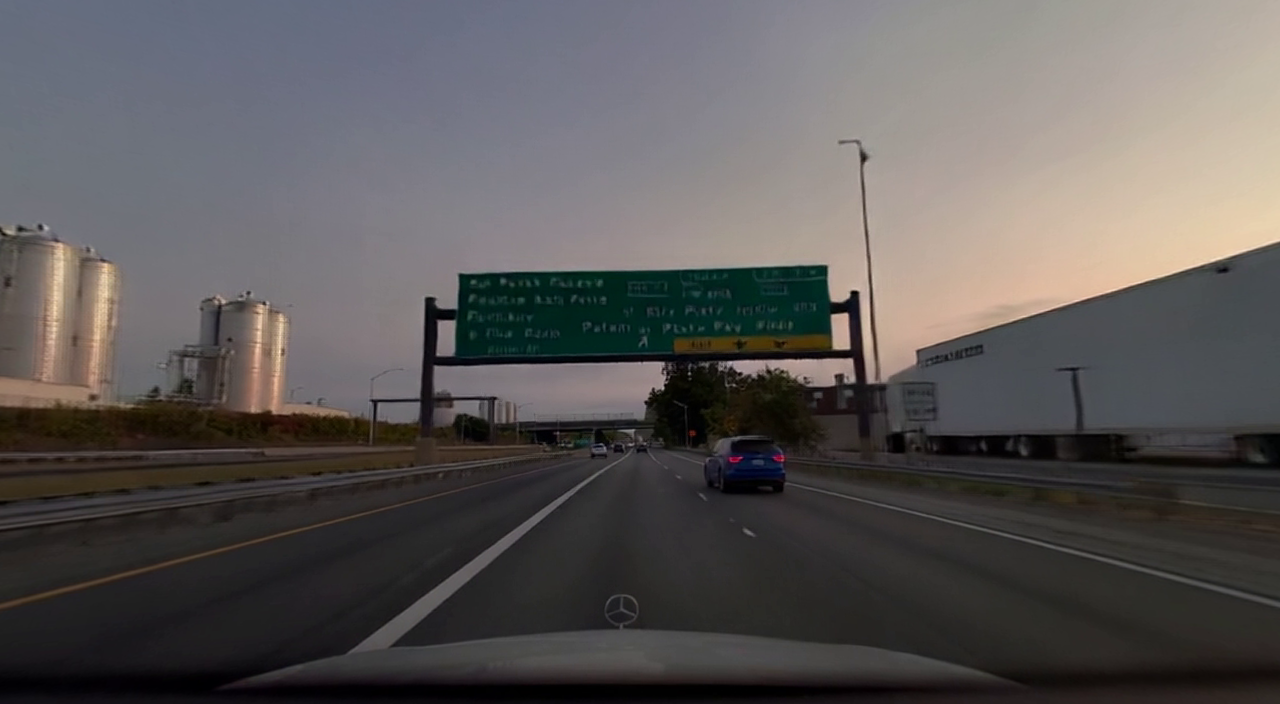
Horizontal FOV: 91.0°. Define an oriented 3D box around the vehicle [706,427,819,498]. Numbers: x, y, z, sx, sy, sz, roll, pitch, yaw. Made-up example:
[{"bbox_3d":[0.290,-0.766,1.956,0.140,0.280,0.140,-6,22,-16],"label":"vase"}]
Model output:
[{"bbox_3d":[3.376,3.198,18.600,2.296,1.790,5.067,0,-9,0],"label":"vehicle"}]
